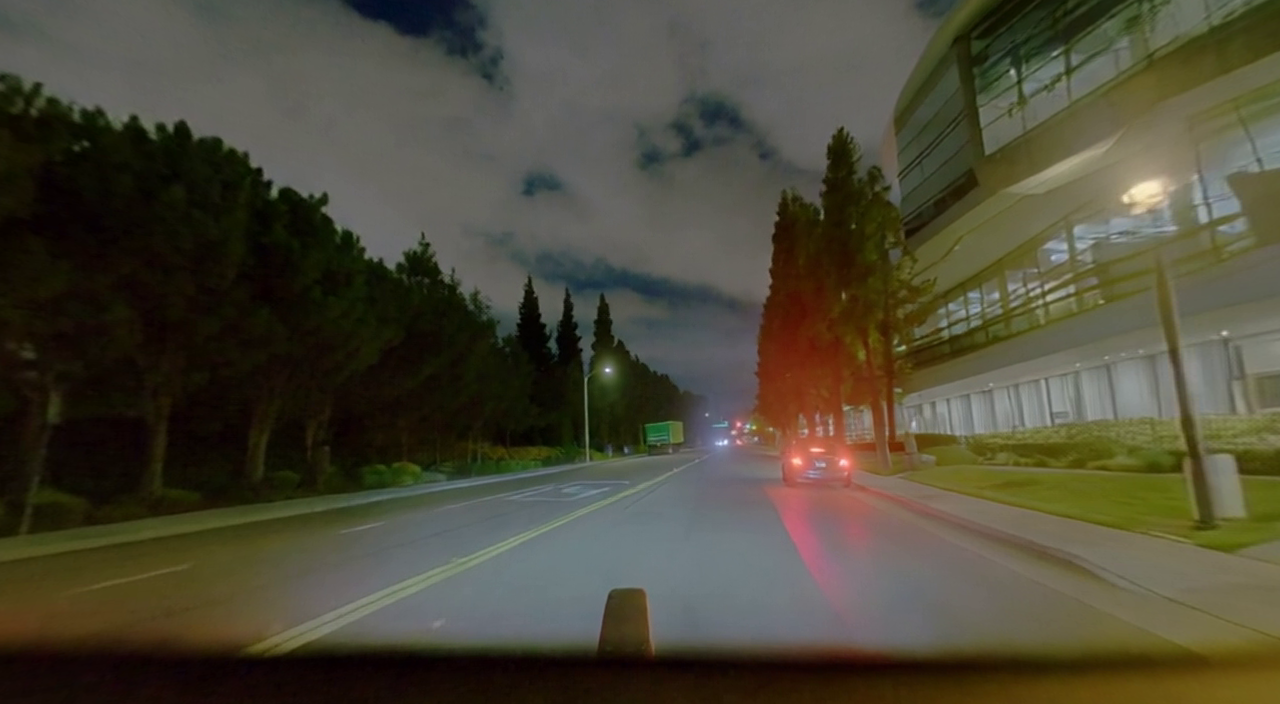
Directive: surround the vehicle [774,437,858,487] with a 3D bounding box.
[{"bbox_3d":[5.969,3.766,21.916,2.098,1.509,4.389,-1,-8,6],"label":"vehicle"}]
